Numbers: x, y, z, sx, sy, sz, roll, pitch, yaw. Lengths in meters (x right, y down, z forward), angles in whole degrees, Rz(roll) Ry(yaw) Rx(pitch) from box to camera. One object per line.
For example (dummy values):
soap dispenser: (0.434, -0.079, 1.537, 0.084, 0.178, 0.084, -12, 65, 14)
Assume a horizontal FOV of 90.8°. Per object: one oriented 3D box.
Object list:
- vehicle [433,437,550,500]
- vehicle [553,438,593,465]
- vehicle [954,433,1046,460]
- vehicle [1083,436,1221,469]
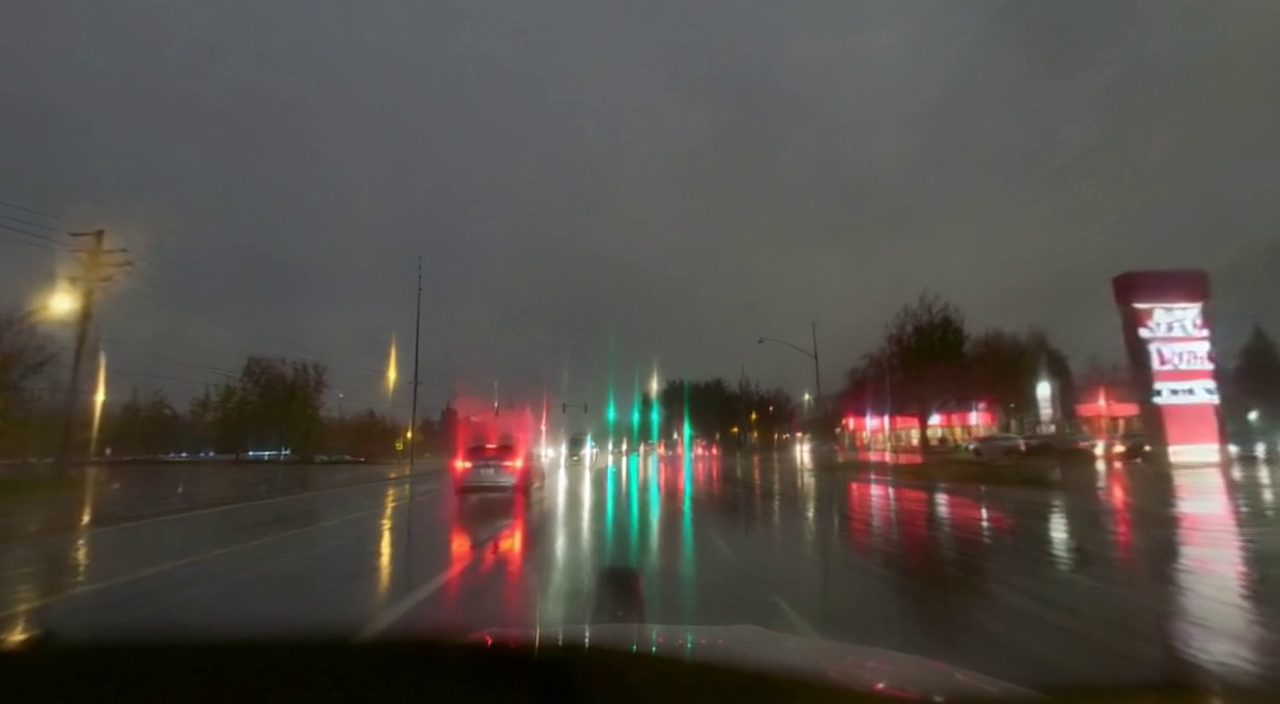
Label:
vehicle: (-3.915, 3.161, 17.580, 2.097, 1.497, 4.571, 0, -8, 0)
vehicle: (-4.298, 6.489, 41.189, 2.143, 1.643, 4.336, 0, -8, 0)
vehicle: (23.353, 6.184, 41.190, 4.824, 1.693, 1.984, -3, -9, 21)
vehicle: (25.088, 4.953, 31.191, 4.799, 1.497, 1.952, -4, -9, 22)
